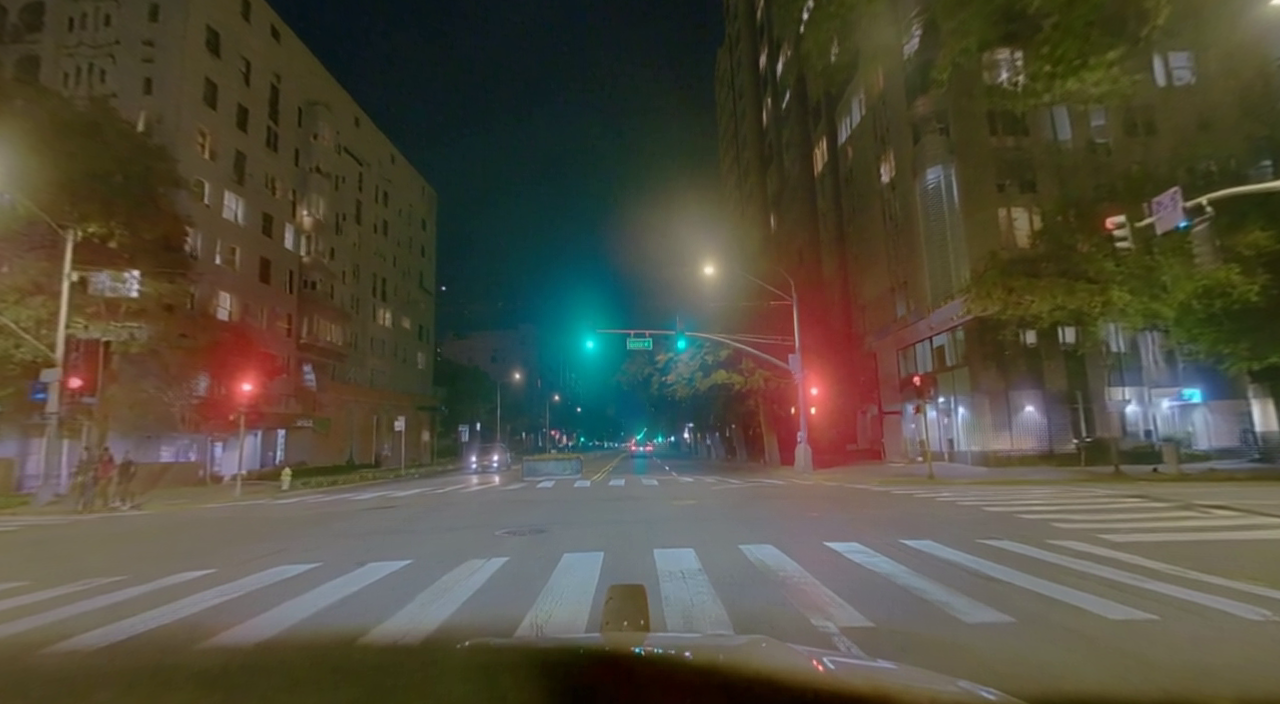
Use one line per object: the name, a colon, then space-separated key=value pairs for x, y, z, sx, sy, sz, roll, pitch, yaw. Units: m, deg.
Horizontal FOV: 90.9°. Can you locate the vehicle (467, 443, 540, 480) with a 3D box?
vehicle: x=-5.863 y=4.735 z=27.652 sx=2.127 sy=1.473 sz=4.428 roll=0 pitch=-9 yaw=1
